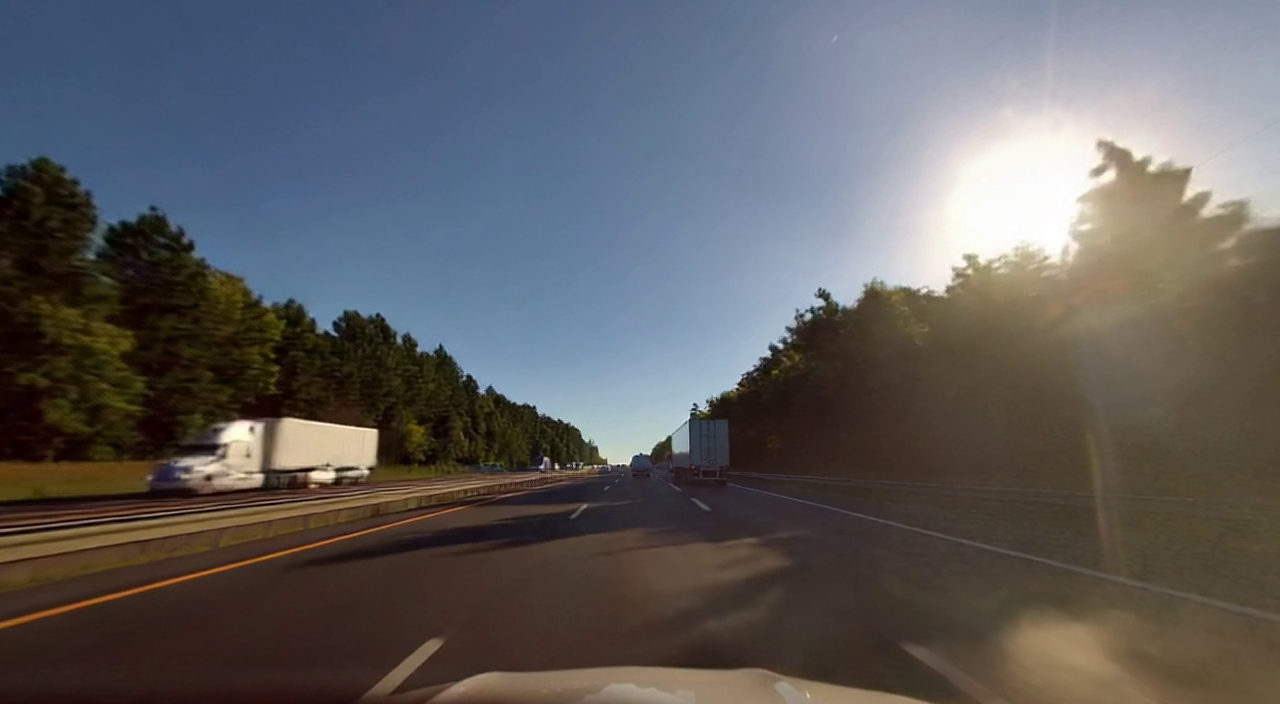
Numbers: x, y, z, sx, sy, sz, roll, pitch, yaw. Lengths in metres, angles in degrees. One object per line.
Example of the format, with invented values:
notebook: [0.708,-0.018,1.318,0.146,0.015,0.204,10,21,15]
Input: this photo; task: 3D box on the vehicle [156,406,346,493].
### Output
vehicle: [-19.288,5.134,32.431,2.956,3.690,10.391,0,-10,1]

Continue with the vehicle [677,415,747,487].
vehicle: [4.450,6.814,42.338,3.139,3.999,13.840,1,-10,0]

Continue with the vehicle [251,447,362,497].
vehicle: [-14.740,5.344,28.190,2.187,1.978,4.830,0,-10,1]
